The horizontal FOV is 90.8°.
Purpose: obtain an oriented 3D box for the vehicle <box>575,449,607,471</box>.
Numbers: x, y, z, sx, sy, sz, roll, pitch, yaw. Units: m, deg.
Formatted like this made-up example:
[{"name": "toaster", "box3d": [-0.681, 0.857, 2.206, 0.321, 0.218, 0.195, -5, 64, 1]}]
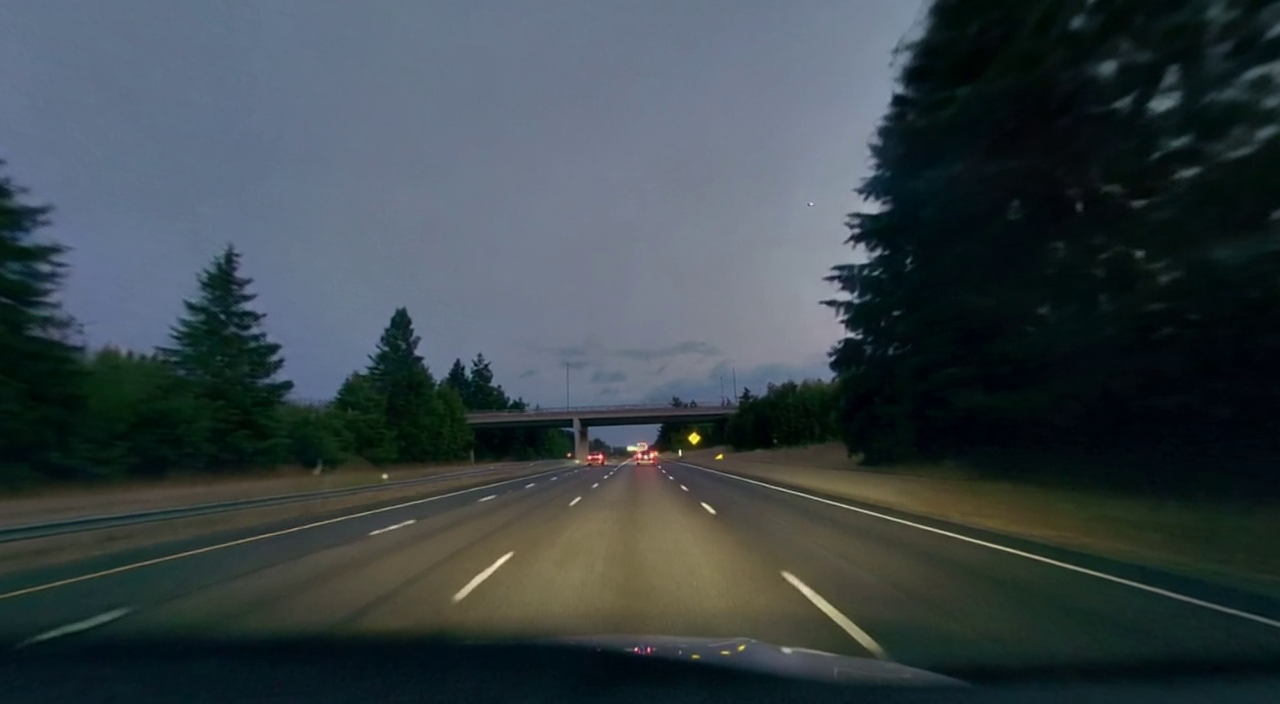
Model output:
[{"name": "vehicle", "box3d": [-3.589, 8.013, 46.986, 2.049, 1.575, 4.019, 0, -9, 0]}]
